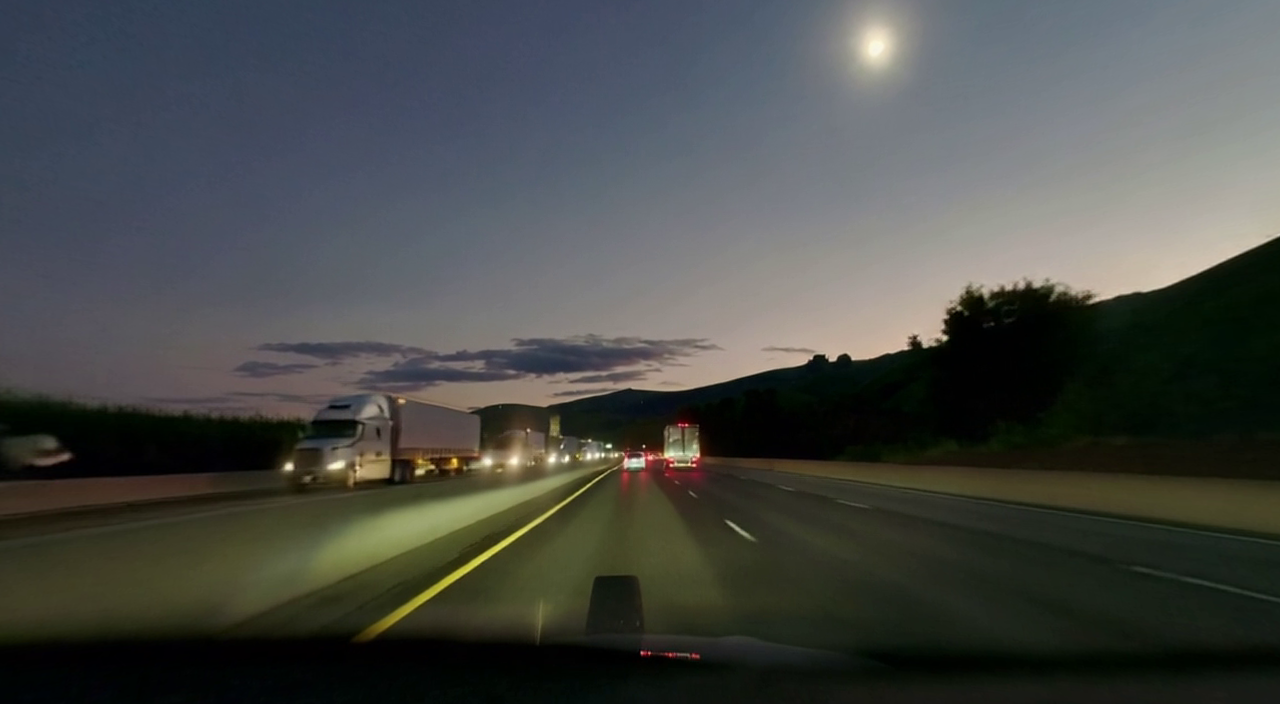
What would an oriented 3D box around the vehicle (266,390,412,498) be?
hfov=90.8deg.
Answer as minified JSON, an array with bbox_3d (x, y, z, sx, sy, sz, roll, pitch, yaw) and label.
[{"bbox_3d":[-12.406,3.914,26.789,2.951,3.988,6.237,-1,-9,0],"label":"vehicle"}]

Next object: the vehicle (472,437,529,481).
[{"bbox_3d":[-8.540,6.598,39.188,2.344,2.503,5.344,-1,-9,0],"label":"vehicle"}]
